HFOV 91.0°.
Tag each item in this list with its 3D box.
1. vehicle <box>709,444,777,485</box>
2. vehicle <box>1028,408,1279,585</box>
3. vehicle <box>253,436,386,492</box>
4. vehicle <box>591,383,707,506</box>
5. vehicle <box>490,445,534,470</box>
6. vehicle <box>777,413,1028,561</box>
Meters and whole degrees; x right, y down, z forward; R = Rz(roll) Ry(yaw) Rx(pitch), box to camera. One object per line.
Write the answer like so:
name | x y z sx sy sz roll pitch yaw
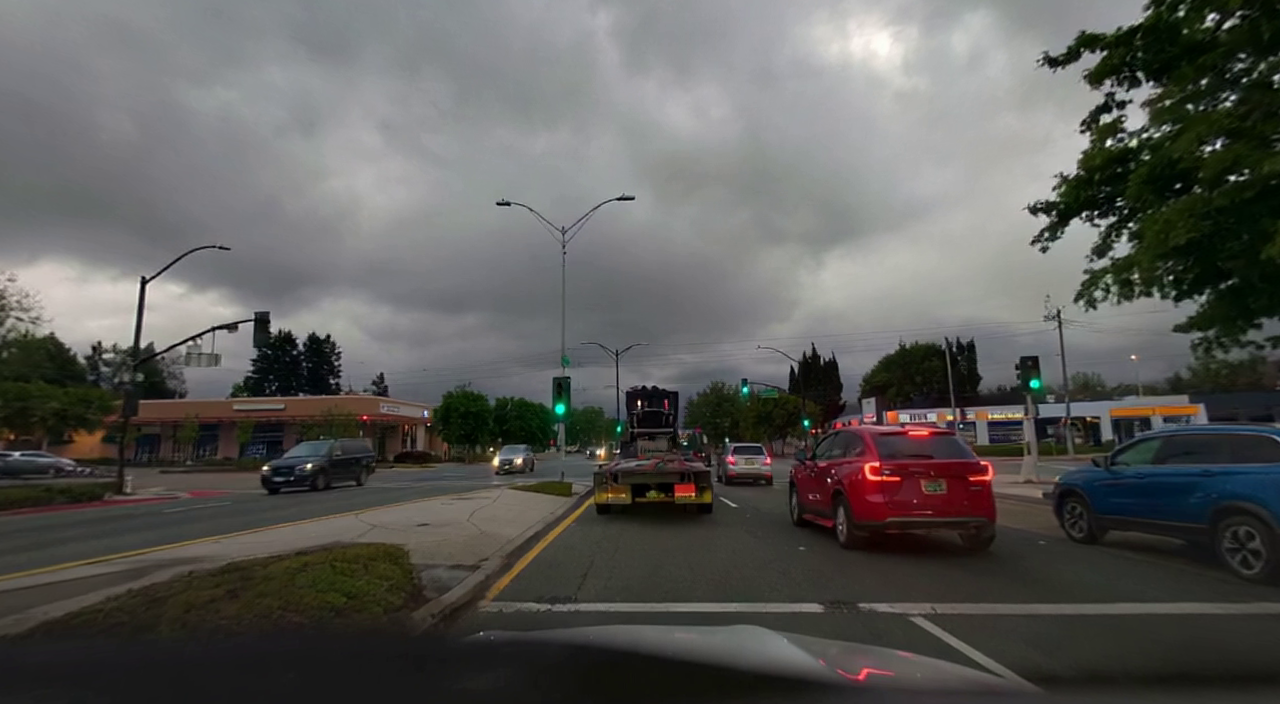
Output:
vehicle | 4.063 4.488 25.493 1.967 1.515 4.378 0 -8 0
vehicle | 7.198 1.652 7.758 1.982 1.698 4.408 0 -9 0
vehicle | -11.777 4.129 23.696 2.163 1.858 5.318 0 -9 0
vehicle | 0.242 2.201 15.233 2.370 2.518 3.858 -2 -8 2
vehicle | -8.288 6.858 41.110 1.889 1.576 4.044 0 -9 1
vehicle | 3.625 1.940 9.764 2.025 1.754 4.311 0 -8 0
